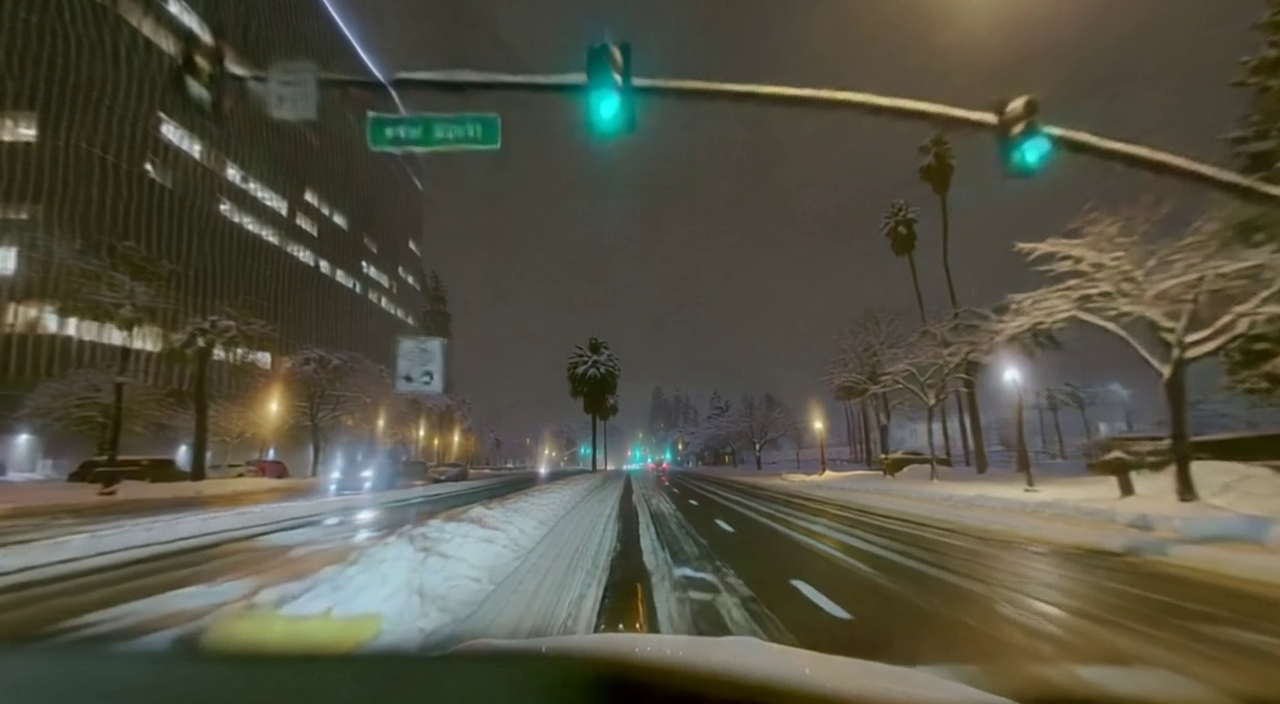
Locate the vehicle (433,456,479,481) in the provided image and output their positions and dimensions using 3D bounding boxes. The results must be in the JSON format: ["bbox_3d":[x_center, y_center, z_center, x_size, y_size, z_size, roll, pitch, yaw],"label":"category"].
[{"bbox_3d":[-13.157,8.344,45.433,2.036,1.590,4.495,0,-9,0],"label":"vehicle"}]

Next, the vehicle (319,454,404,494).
[{"bbox_3d":[-12.935,5.662,29.663,1.923,1.641,4.551,0,-9,-1],"label":"vehicle"}]

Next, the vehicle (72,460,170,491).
[{"bbox_3d":[-32.229,7.638,39.299,4.245,1.642,2.013,-2,-9,-3],"label":"vehicle"}]
